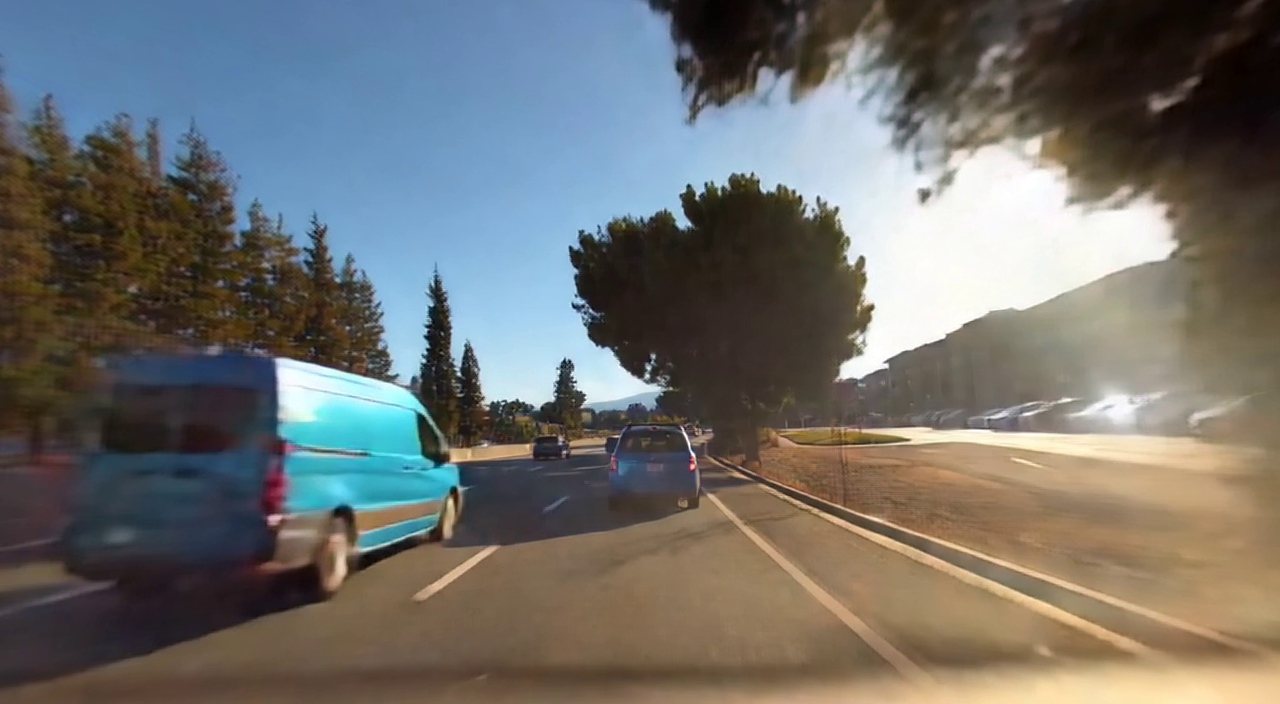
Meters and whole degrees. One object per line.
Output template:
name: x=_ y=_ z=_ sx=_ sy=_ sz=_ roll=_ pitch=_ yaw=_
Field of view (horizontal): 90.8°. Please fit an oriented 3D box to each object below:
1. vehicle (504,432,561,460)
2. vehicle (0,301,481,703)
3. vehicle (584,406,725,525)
vehicle: x=-7.146 y=6.309 z=42.485 sx=2.243 sy=1.783 sz=4.600 roll=-2 pitch=-8 yaw=11
vehicle: x=-3.542 y=1.153 z=6.043 sx=2.486 sy=2.074 sz=5.456 roll=0 pitch=-8 yaw=2
vehicle: x=0.294 y=2.071 z=11.961 sx=2.173 sy=1.830 sz=4.189 roll=0 pitch=-8 yaw=2
